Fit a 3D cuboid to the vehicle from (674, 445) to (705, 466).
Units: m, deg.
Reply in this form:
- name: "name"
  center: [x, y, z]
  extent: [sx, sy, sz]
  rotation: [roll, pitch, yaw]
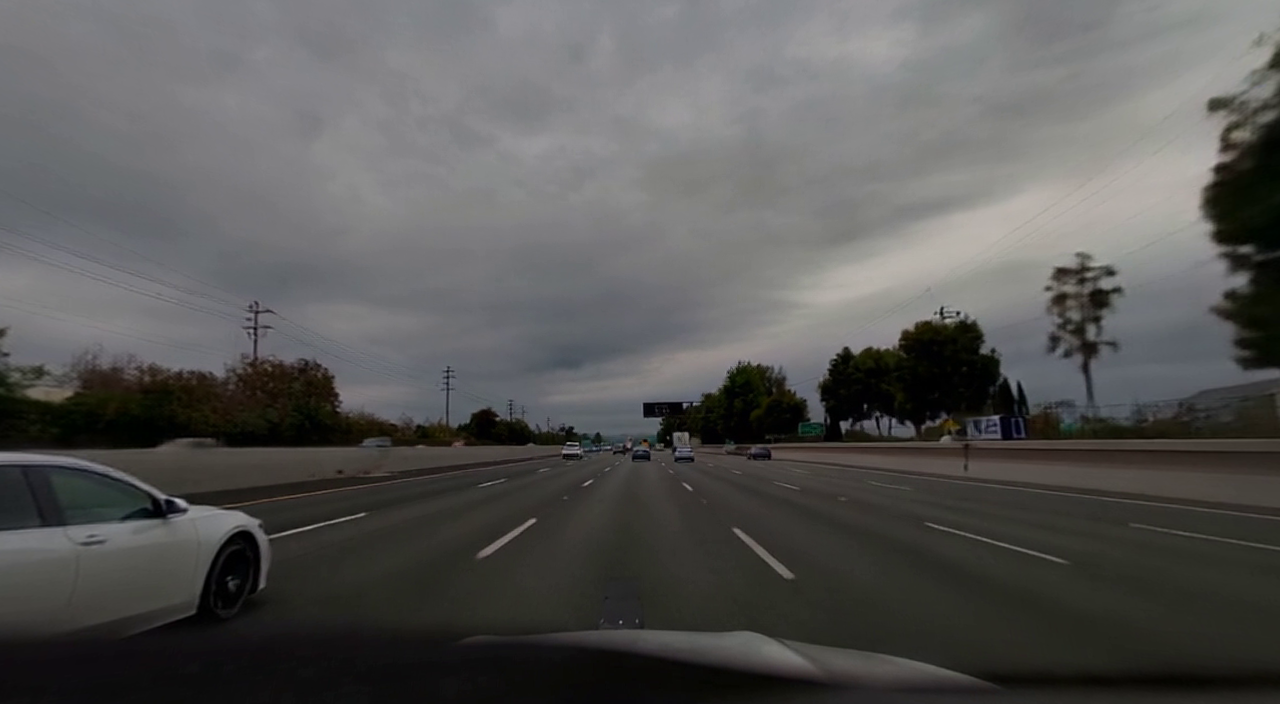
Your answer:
- name: "vehicle"
  center: [3.761, 7.973, 48.571]
  extent: [2.076, 1.506, 4.050]
  rotation: [0, -9, 0]

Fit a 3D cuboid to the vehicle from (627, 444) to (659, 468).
- name: "vehicle"
  center: [0.203, 7.027, 42.742]
  extent: [2.066, 1.562, 4.198]
  rotation: [0, -9, 0]

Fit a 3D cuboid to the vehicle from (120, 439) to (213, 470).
- name: "vehicle"
  center: [-25.237, 5.472, 33.740]
  extent: [1.833, 1.522, 3.969]
  rotation: [0, -9, 1]
